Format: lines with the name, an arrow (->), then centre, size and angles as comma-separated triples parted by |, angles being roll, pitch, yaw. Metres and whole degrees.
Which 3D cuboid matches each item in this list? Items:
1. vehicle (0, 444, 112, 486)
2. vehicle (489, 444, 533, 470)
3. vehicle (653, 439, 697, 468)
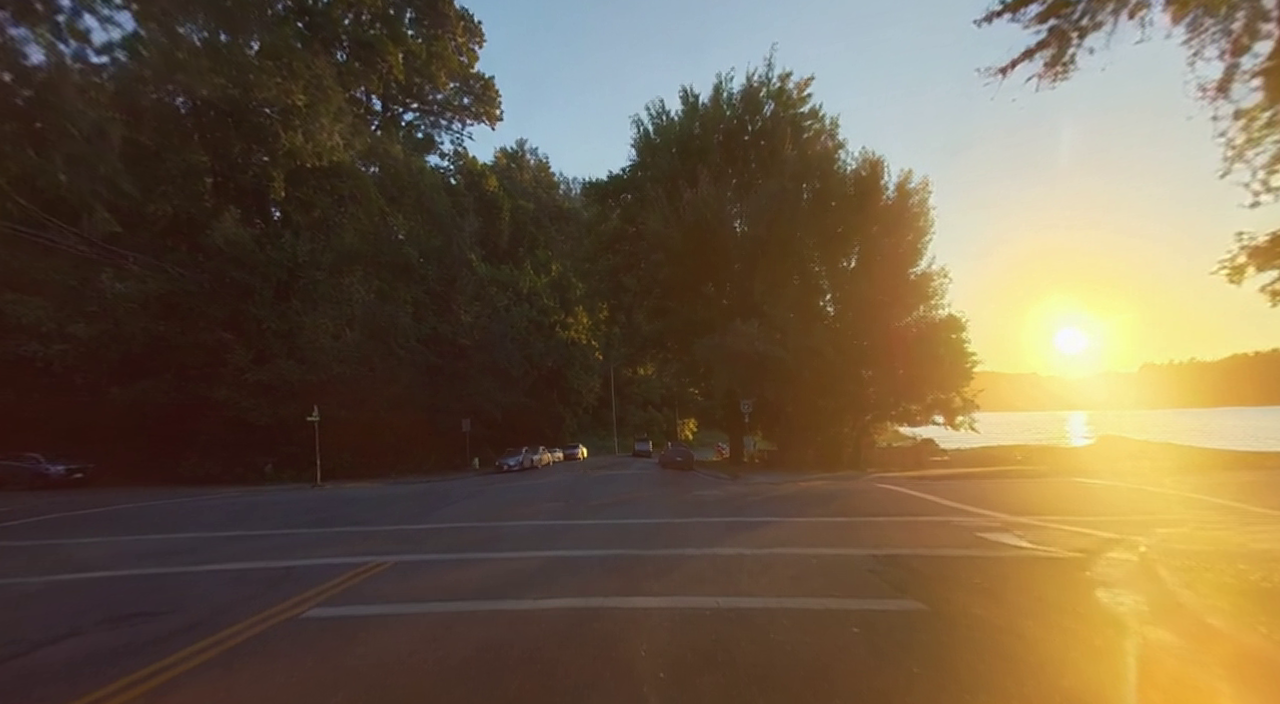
vehicle -> -27.592, 5.185, 29.129 | 4.986, 1.796, 2.066 | -2, -8, 12
vehicle -> -8.113, 6.646, 40.008 | 2.102, 1.507, 4.049 | 0, -8, -2
vehicle -> 1.871, 5.538, 34.654 | 2.051, 1.461, 4.100 | 0, -8, -2
